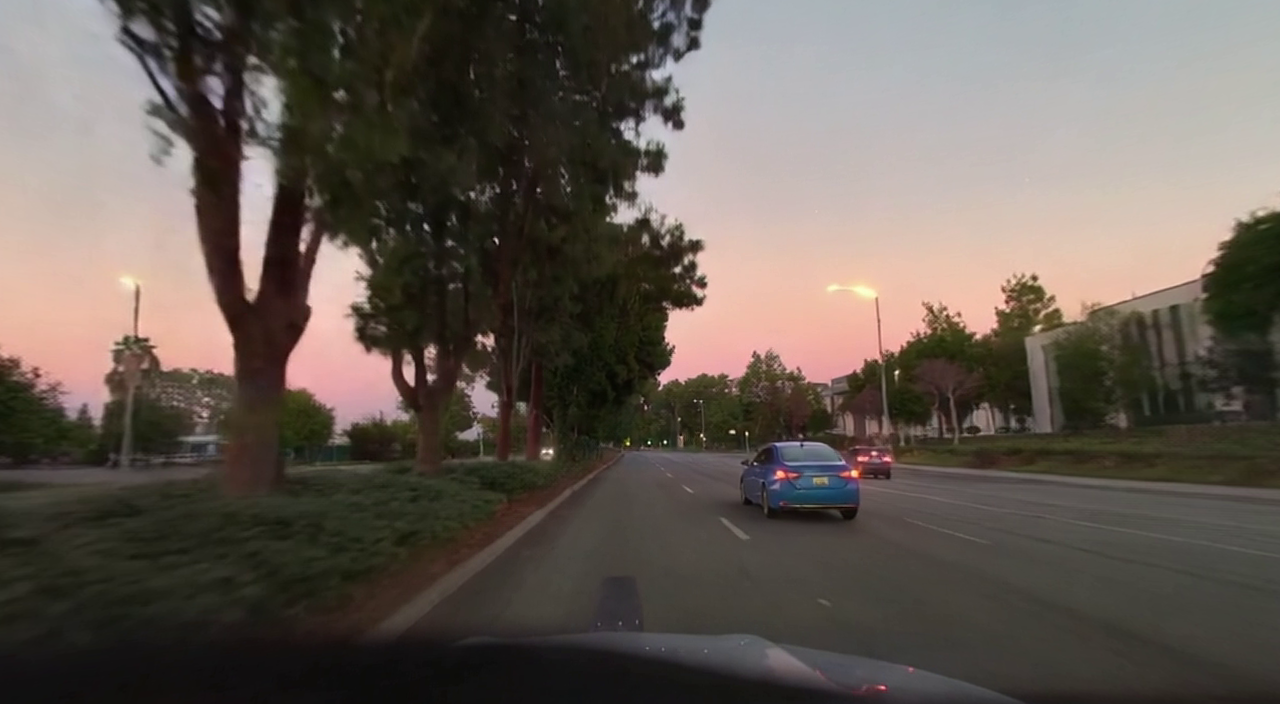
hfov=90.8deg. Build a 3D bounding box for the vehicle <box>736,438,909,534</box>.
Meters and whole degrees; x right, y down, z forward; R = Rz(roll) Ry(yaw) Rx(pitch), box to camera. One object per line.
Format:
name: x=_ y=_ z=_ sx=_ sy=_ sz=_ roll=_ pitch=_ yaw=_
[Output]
vehicle: x=3.169 y=2.417 z=12.021 sx=1.950 sy=1.473 sz=4.259 roll=0 pitch=-9 yaw=-1
